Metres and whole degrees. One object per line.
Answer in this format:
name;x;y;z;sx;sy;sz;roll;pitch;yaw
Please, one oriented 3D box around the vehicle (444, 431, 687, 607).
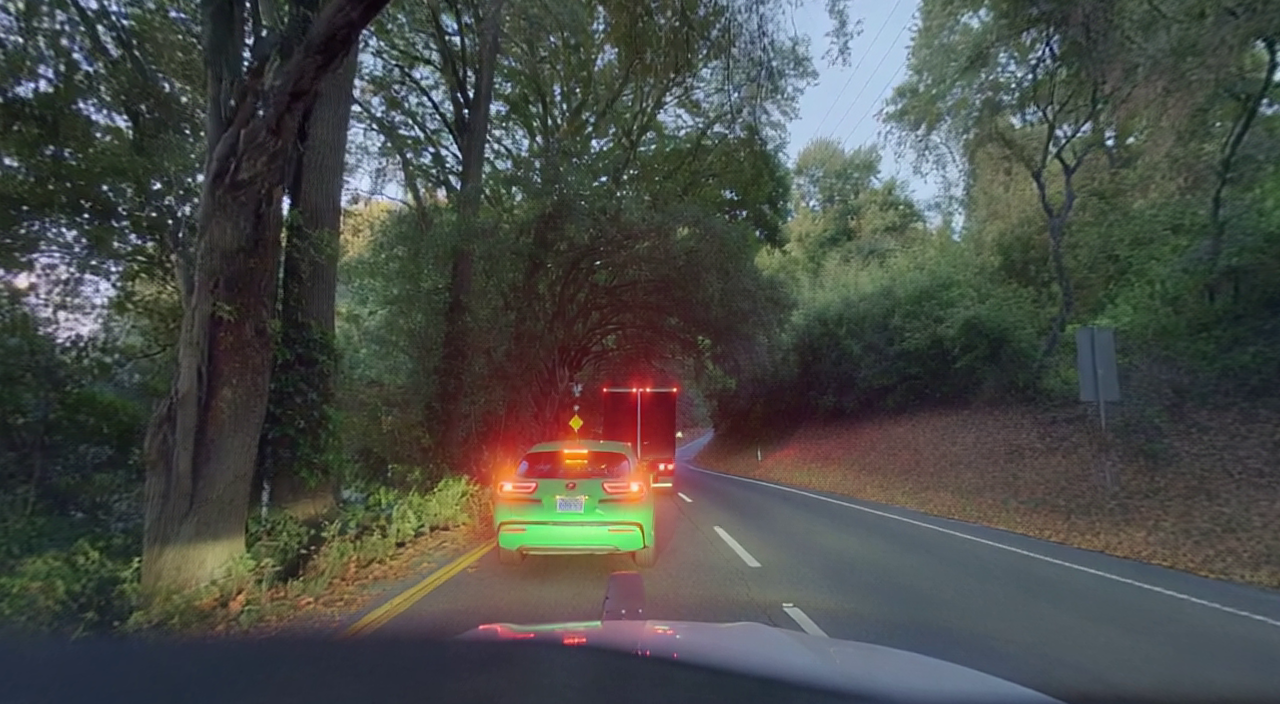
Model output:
vehicle;-0.627;1.746;7.504;2.076;1.490;4.078;0;-9;0
